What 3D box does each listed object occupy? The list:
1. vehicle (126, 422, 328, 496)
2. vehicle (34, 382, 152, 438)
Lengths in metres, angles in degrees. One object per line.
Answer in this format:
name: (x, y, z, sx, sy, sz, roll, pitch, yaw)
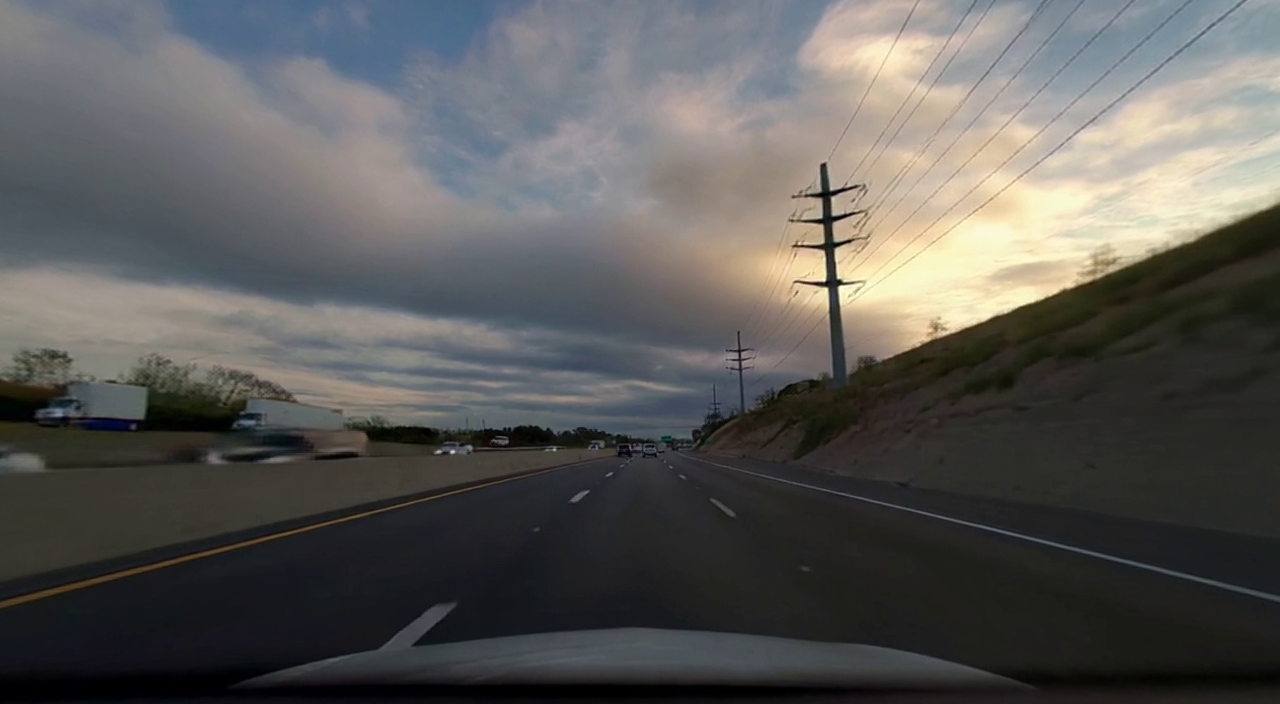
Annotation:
vehicle: (-11.147, 2.958, 17.678, 2.142, 1.737, 5.107, 0, -9, 1)
vehicle: (-39.182, 4.315, 45.514, 2.865, 3.637, 5.970, 0, -9, 1)
